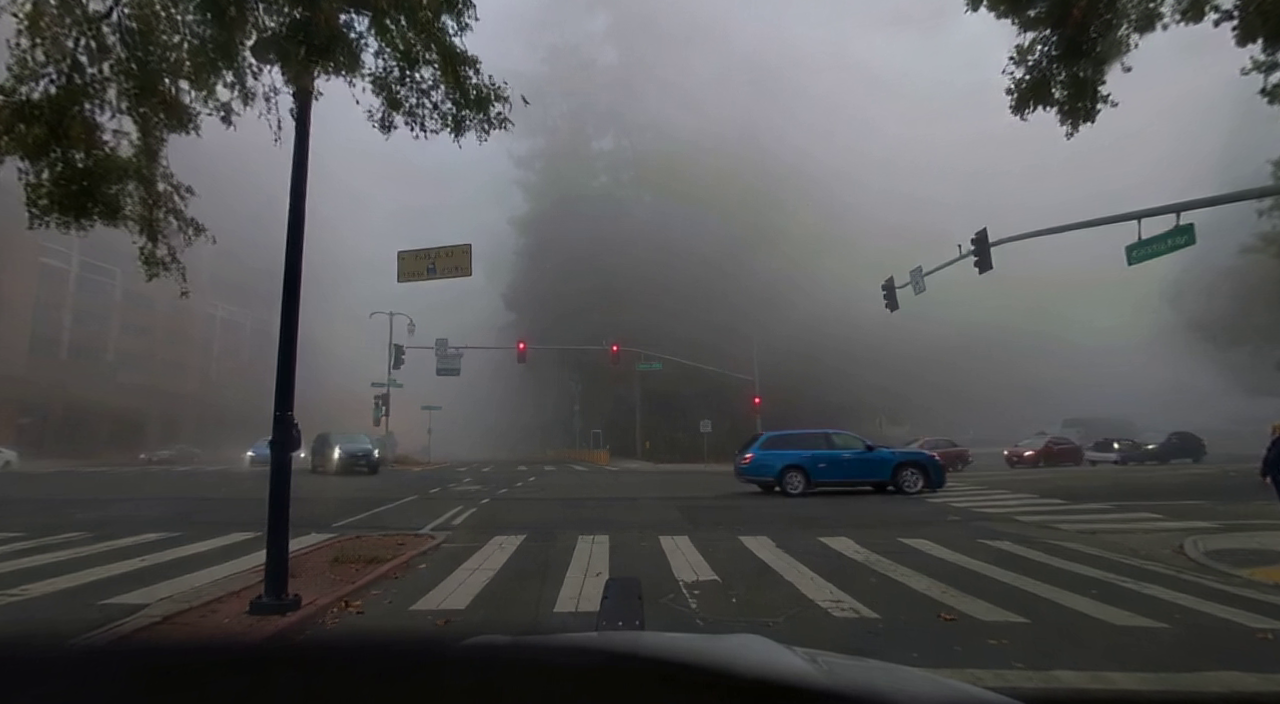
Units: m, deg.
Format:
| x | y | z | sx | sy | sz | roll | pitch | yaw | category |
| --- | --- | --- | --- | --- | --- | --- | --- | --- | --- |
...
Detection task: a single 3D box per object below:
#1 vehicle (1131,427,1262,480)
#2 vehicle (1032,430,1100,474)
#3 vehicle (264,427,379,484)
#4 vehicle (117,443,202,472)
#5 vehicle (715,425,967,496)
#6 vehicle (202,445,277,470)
| x | y | z | sx | sy | sz | roll | pitch | yaw | category |
| --- | --- | --- | --- | --- | --- | --- | --- | --- | --- |
| 20.348 | 3.674 | 23.075 | 4.780 | 1.719 | 2.156 | 5 | -10 | -32 | vehicle |
| 19.094 | 4.445 | 28.232 | 2.180 | 1.762 | 4.742 | -6 | -10 | 36 | vehicle |
| -11.393 | 3.639 | 22.481 | 4.509 | 1.821 | 2.066 | -8 | -11 | 42 | vehicle |
| -31.024 | 6.806 | 40.978 | 1.961 | 1.708 | 4.678 | 0 | -8 | -3 | vehicle |
| 5.264 | 2.975 | 17.542 | 6.196 | 1.777 | 2.457 | -1 | -8 | 5 | vehicle |
| -23.960 | 6.305 | 38.014 | 2.099 | 1.407 | 3.941 | 0 | -8 | -4 | vehicle |
